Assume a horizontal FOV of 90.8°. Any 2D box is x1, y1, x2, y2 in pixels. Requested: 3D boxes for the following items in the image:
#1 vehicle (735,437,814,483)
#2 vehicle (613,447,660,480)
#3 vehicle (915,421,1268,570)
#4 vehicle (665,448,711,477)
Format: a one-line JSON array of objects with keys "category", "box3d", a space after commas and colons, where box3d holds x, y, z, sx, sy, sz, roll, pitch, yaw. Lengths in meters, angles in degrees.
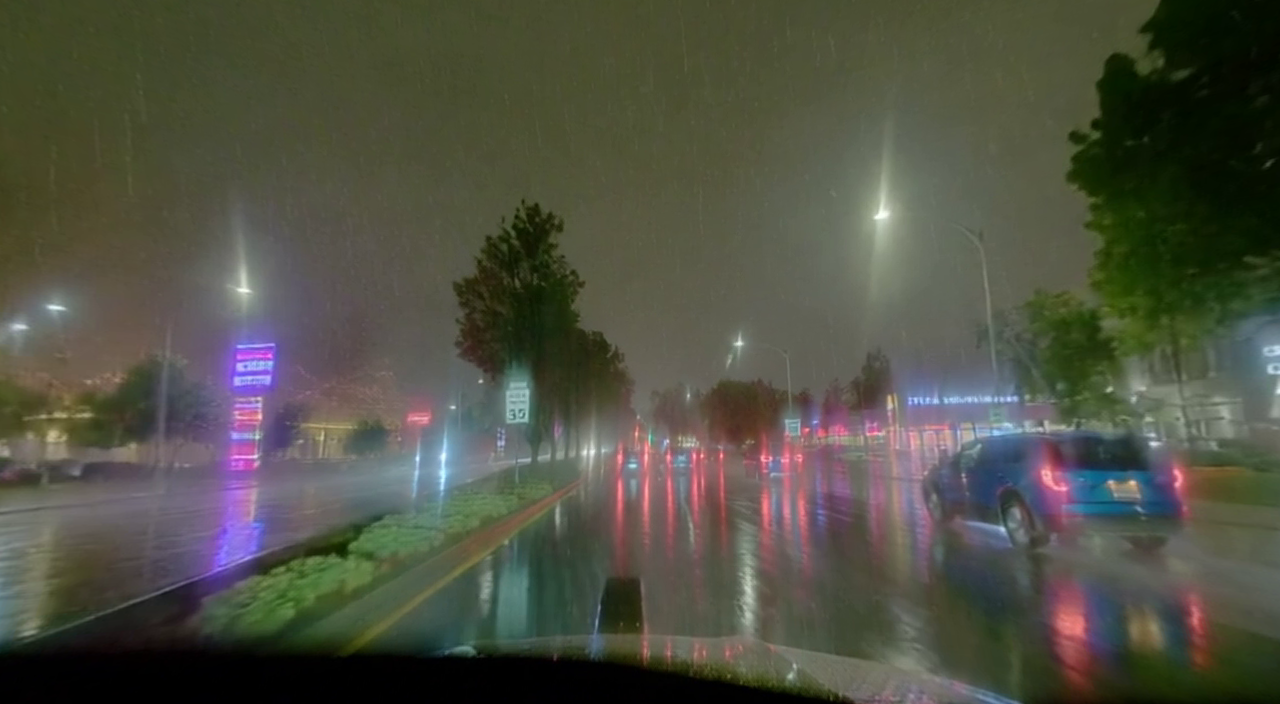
[{"category": "vehicle", "box3d": [5.645, 4.607, 27.201, 2.140, 1.811, 4.593, 0, -9, -3]}, {"category": "vehicle", "box3d": [-0.176, 5.137, 29.409, 2.056, 1.440, 3.798, 0, -9, -1]}, {"category": "vehicle", "box3d": [5.981, 1.922, 9.230, 1.949, 1.647, 4.261, 0, -9, 0]}, {"category": "vehicle", "box3d": [2.416, 5.646, 32.570, 1.970, 1.402, 3.756, 0, -9, -2]}]
